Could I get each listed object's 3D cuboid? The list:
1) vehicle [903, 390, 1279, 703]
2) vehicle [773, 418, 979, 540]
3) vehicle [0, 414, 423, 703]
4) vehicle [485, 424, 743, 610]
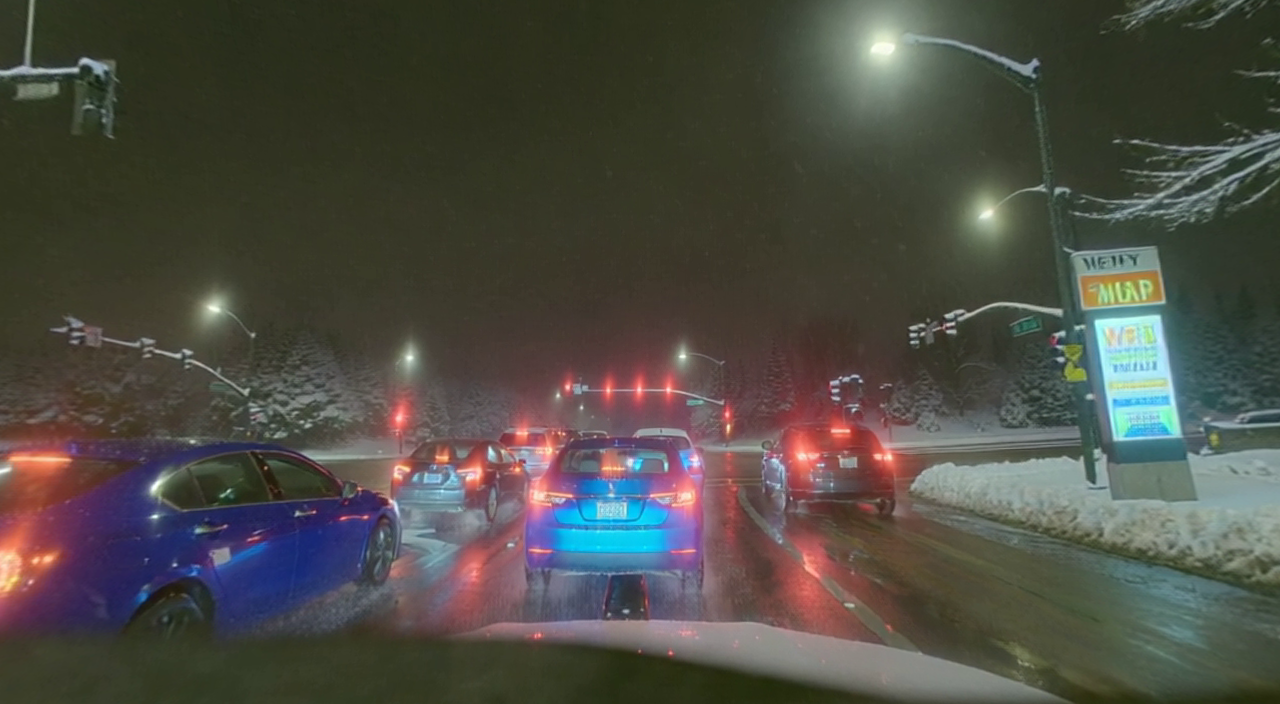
[{"bbox_3d":[3.413,1.075,3.572,1.981,1.499,4.536,0,-8,2],"label":"vehicle"},{"bbox_3d":[3.763,2.100,11.015,2.007,1.683,4.171,0,-8,1],"label":"vehicle"},{"bbox_3d":[-3.407,1.299,4.717,1.980,1.454,4.226,0,-8,1],"label":"vehicle"},{"bbox_3d":[-0.197,1.625,7.122,2.059,1.477,3.988,0,-8,0],"label":"vehicle"}]
